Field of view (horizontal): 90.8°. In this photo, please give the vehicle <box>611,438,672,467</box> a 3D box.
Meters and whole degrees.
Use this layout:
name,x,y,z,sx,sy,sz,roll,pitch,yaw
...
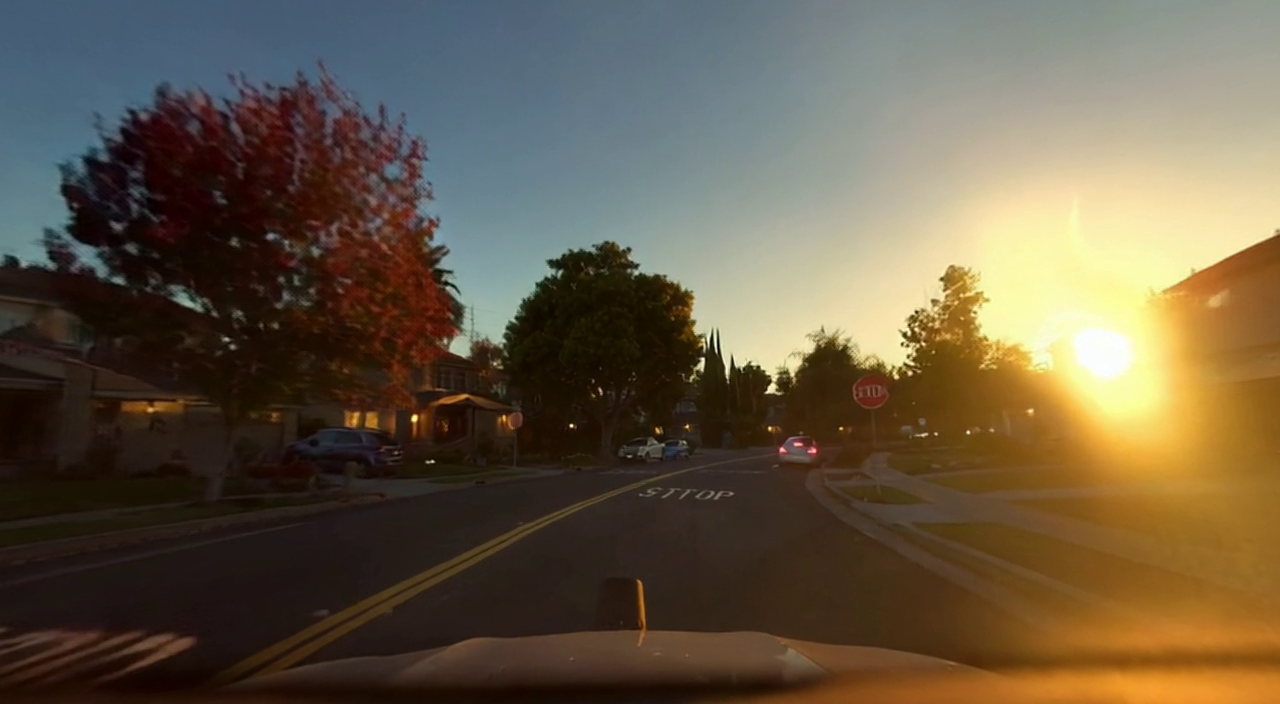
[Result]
name,x,y,z,sx,sy,sz,roll,pitch,yaw
vehicle,0.179,6.234,39.388,2.030,1.696,4.828,-4,-9,23

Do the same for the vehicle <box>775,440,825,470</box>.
name,x,y,z,sx,sy,sz,roll,pitch,yaw
vehicle,8.721,5.549,34.185,2.045,1.478,4.914,-3,-9,20
